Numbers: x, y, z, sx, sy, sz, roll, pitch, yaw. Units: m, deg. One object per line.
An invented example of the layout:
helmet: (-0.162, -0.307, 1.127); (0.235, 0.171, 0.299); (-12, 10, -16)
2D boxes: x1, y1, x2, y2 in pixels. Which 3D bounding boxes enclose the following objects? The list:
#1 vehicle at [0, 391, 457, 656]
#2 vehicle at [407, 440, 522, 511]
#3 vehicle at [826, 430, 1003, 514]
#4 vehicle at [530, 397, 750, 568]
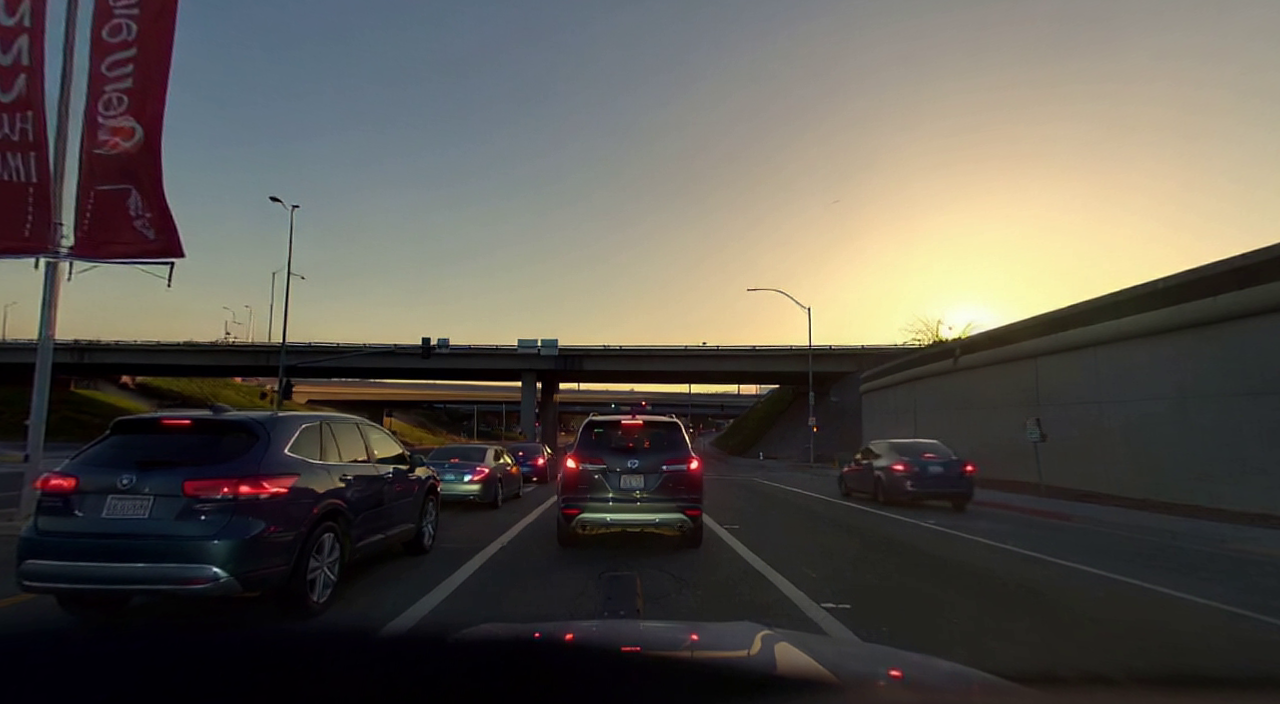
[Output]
vehicle: (-3.499, 1.433, 6.285); (2.039, 1.709, 4.265); (0, -9, 0)
vehicle: (-4.148, 2.946, 15.431); (1.797, 1.505, 3.506); (0, -9, 0)
vehicle: (6.445, 2.870, 15.523); (2.191, 1.730, 4.658); (0, -9, -1)
vehicle: (-0.077, 1.763, 9.214); (2.409, 1.864, 4.471); (0, -9, -2)
